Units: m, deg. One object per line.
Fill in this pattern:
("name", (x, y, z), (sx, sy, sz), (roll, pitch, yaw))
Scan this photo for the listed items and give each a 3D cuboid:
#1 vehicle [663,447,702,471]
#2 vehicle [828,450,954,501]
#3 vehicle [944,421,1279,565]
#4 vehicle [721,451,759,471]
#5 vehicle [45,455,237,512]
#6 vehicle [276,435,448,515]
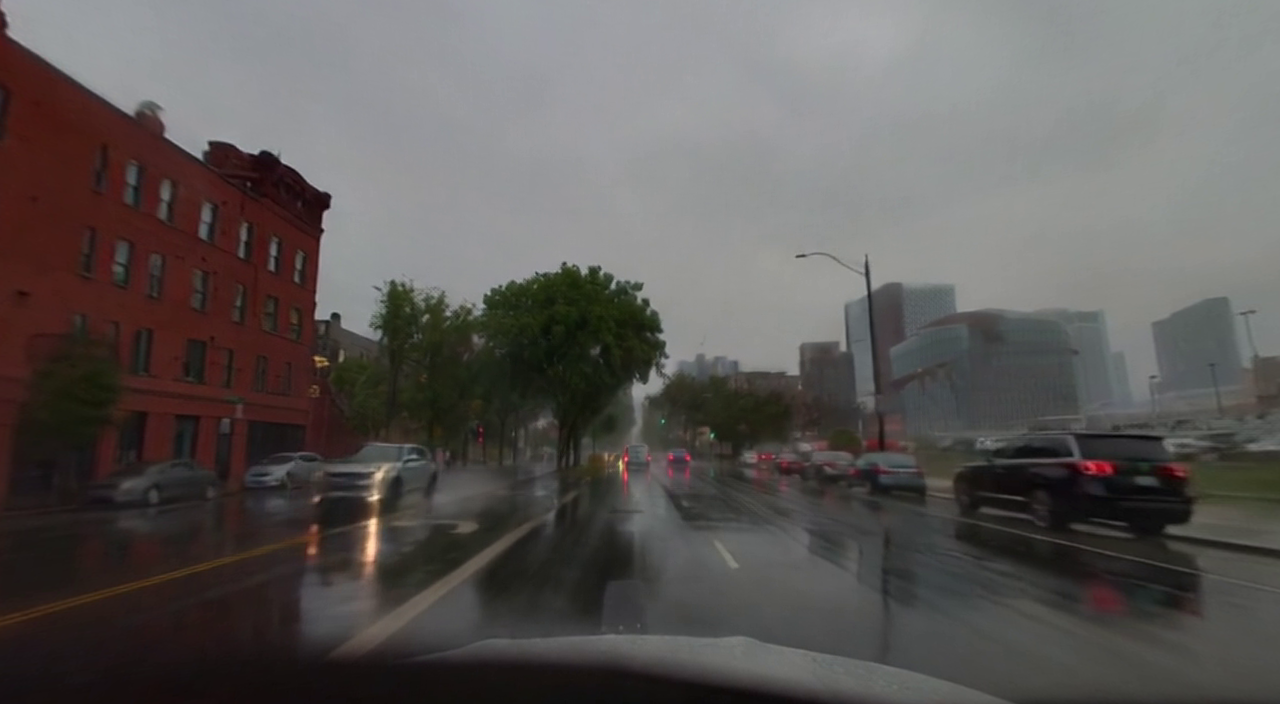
("vehicle", (2.796, 7.154, 42.616), (2.238, 1.499, 4.964), (0, -8, -1))
("vehicle", (7.965, 3.944, 20.690), (2.030, 1.444, 4.832), (0, -9, -2))
("vehicle", (7.971, 2.365, 11.437), (2.305, 1.984, 5.002), (0, -9, -1))
("vehicle", (7.828, 8.572, 49.942), (2.054, 1.455, 4.786), (0, -9, -2))
("vehicle", (-14.929, 3.909, 19.354), (1.953, 1.456, 4.690), (0, -9, 2))
("vehicle", (-6.331, 2.834, 15.103), (2.048, 1.615, 4.453), (0, -8, 0))
